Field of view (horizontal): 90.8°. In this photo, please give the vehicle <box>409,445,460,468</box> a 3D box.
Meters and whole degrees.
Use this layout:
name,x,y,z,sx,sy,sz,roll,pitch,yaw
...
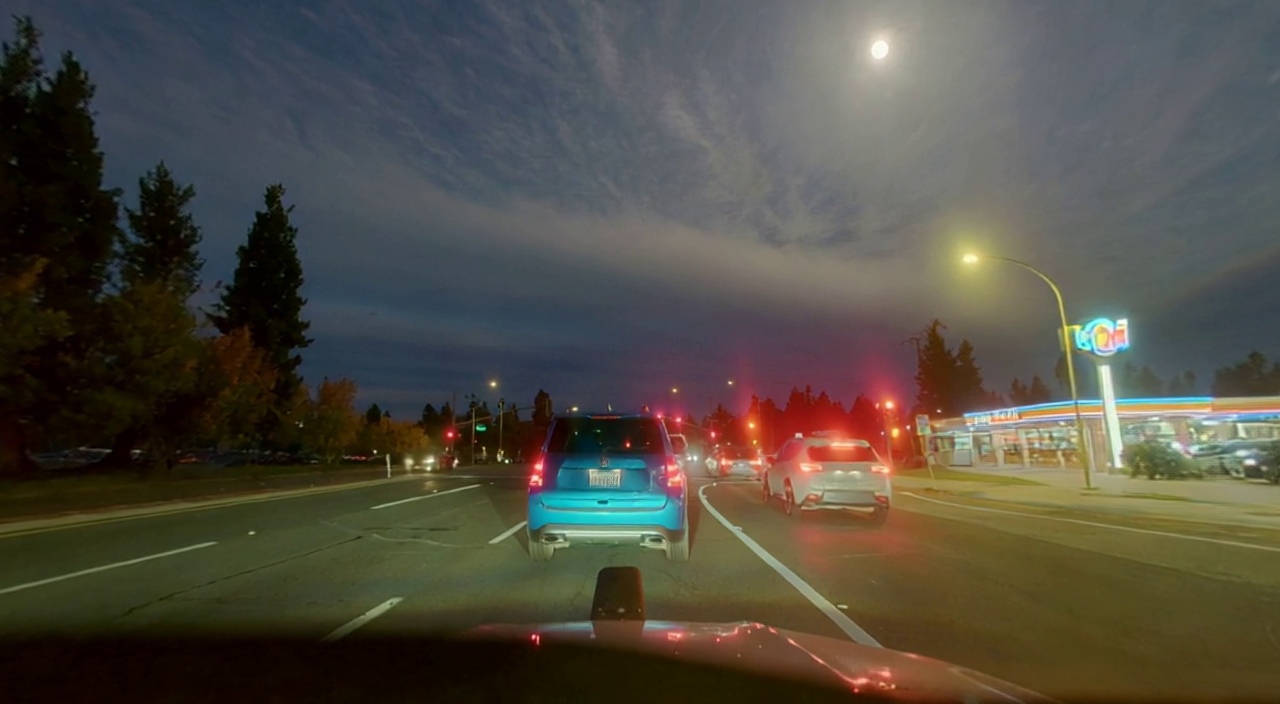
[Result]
name,x,y,z,sx,sy,sz,roll,pitch,yaw
vehicle,-13.579,6.904,41.979,1.983,1.460,4.456,0,-9,-2

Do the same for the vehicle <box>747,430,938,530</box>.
name,x,y,z,sx,sy,sz,roll,pitch,yaw
vehicle,3.602,2.375,12.382,2.098,1.555,4.778,0,-9,-1

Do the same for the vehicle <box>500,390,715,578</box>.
name,x,y,z,sx,sy,sz,roll,pitch,yaw
vehicle,-0.304,1.645,8.621,2.096,1.837,4.687,0,-9,0

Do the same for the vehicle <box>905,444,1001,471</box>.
name,x,y,z,sx,sy,sz,roll,pitch,yaw
vehicle,17.167,5.773,34.782,4.290,1.427,1.751,0,-9,2
